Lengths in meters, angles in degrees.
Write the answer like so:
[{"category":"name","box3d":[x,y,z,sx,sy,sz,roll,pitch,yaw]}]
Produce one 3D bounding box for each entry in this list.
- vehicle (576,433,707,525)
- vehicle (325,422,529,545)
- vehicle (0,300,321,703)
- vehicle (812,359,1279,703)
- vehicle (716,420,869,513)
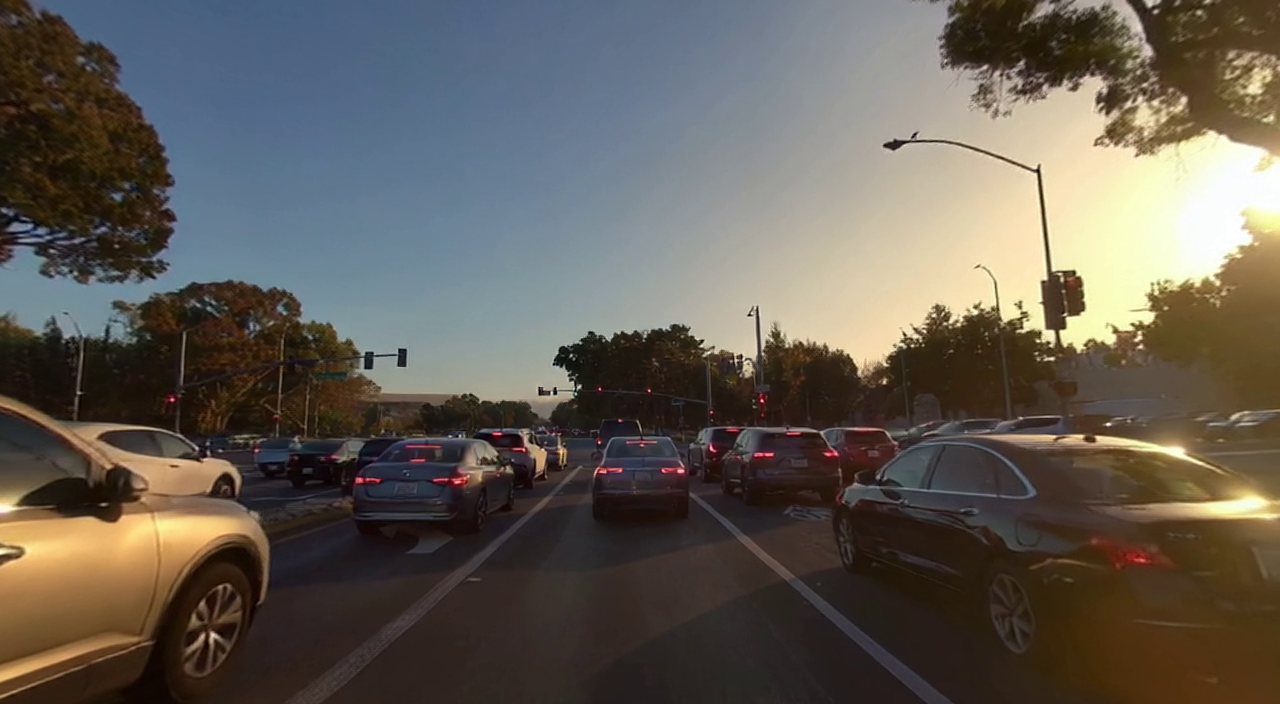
[{"category":"vehicle","box3d":[-0.050,2.285,11.896,2.076,1.438,3.770,0,-8,-2]},{"category":"vehicle","box3d":[-3.101,1.993,10.262,1.896,1.546,4.378,0,-8,-2]},{"category":"vehicle","box3d":[-3.208,0.690,1.989,2.079,1.756,4.676,0,-8,-2]},{"category":"vehicle","box3d":[3.138,1.191,5.208,2.074,1.685,4.387,0,-8,-2]},{"category":"vehicle","box3d":[3.020,2.378,13.512,2.106,1.667,4.101,0,-8,-2]}]
